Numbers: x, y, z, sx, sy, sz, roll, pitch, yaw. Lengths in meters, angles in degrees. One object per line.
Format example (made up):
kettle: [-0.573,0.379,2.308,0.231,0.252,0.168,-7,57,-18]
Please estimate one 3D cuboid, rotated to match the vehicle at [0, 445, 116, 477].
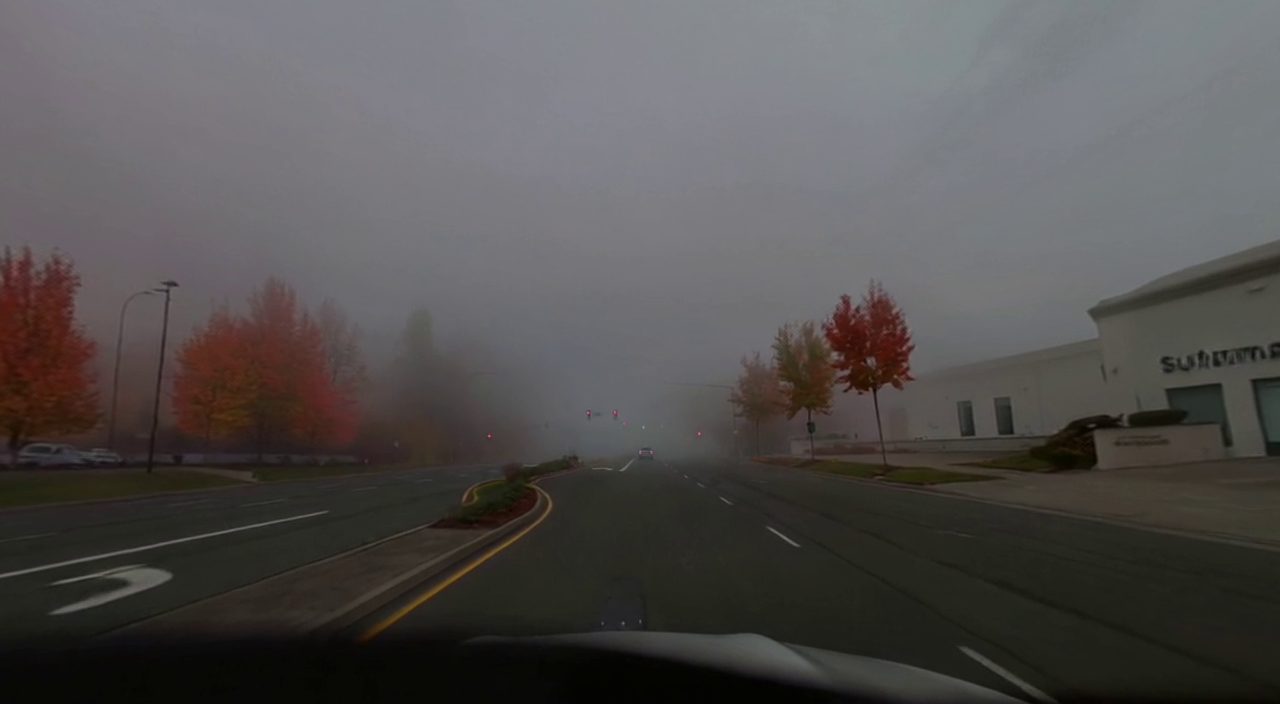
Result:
vehicle: [-30.603,5.686,32.763,4.706,1.457,1.999,3,-11,-5]
